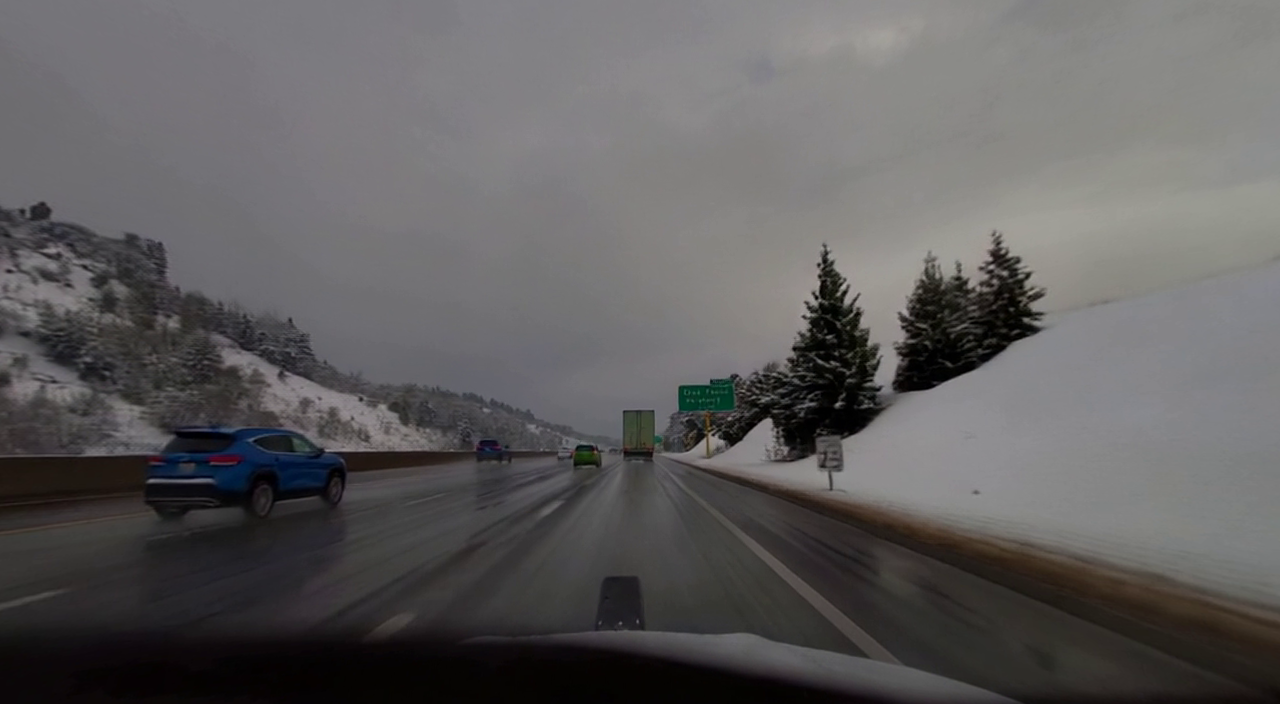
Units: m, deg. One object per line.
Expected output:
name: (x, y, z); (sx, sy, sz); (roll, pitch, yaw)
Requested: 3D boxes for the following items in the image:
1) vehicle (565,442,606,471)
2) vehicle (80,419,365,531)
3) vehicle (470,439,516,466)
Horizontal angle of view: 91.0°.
vehicle: (-3.445, 6.801, 41.037); (2.194, 1.725, 4.698); (1, -9, 1)
vehicle: (-7.450, 2.259, 12.077); (2.098, 1.678, 4.822); (1, -9, 0)
vehicle: (-10.844, 7.489, 46.931); (2.111, 1.906, 5.028); (1, -9, 1)
